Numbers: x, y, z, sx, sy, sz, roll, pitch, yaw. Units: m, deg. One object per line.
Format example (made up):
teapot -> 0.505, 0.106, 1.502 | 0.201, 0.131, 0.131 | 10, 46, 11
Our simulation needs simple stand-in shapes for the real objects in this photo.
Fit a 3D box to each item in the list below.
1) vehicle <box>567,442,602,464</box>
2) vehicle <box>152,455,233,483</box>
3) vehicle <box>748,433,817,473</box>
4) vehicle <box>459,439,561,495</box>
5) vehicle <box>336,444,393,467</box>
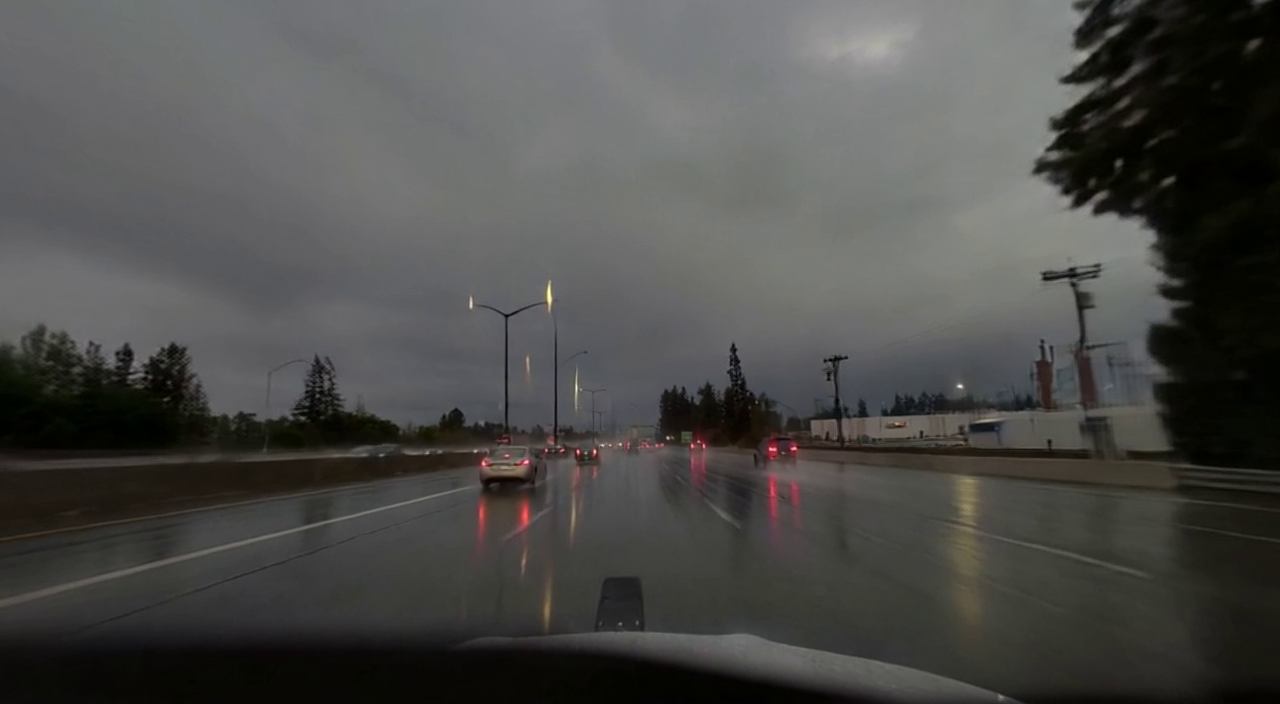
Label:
vehicle -> -3.897, 7.194, 45.112 | 2.078, 1.464, 4.093 | 0, -9, 0
vehicle -> -24.515, 6.406, 34.798 | 1.724, 1.414, 3.765 | 0, -9, -1
vehicle -> 6.790, 4.867, 30.667 | 2.147, 1.769, 4.666 | 0, -9, -2
vehicle -> -3.697, 3.373, 18.951 | 2.047, 1.469, 4.614 | 0, -9, 0
vehicle -> -21.091, 7.925, 48.588 | 2.136, 1.695, 5.011 | 0, -9, 0
